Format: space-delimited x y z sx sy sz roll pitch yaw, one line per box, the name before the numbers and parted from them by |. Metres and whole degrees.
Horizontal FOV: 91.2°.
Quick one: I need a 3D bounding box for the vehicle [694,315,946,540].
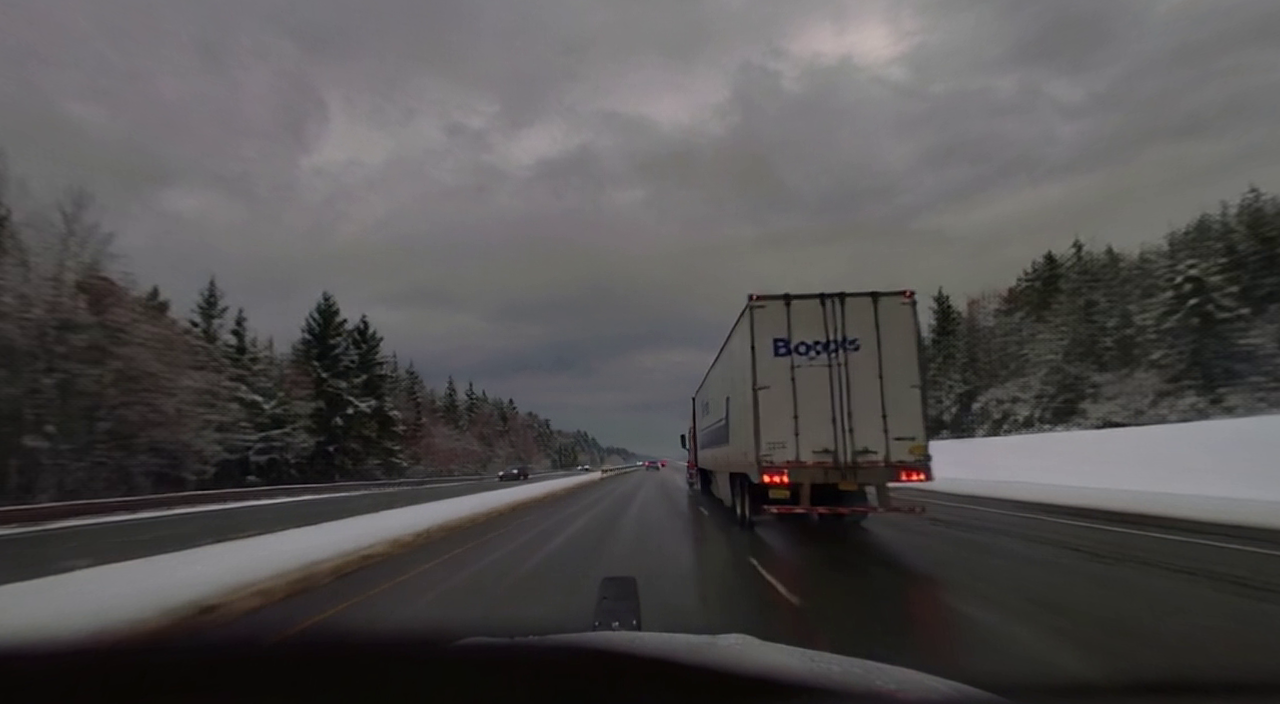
vehicle | 3.968 2.693 20.074 3.537 4.071 17.399 -1 -9 2
